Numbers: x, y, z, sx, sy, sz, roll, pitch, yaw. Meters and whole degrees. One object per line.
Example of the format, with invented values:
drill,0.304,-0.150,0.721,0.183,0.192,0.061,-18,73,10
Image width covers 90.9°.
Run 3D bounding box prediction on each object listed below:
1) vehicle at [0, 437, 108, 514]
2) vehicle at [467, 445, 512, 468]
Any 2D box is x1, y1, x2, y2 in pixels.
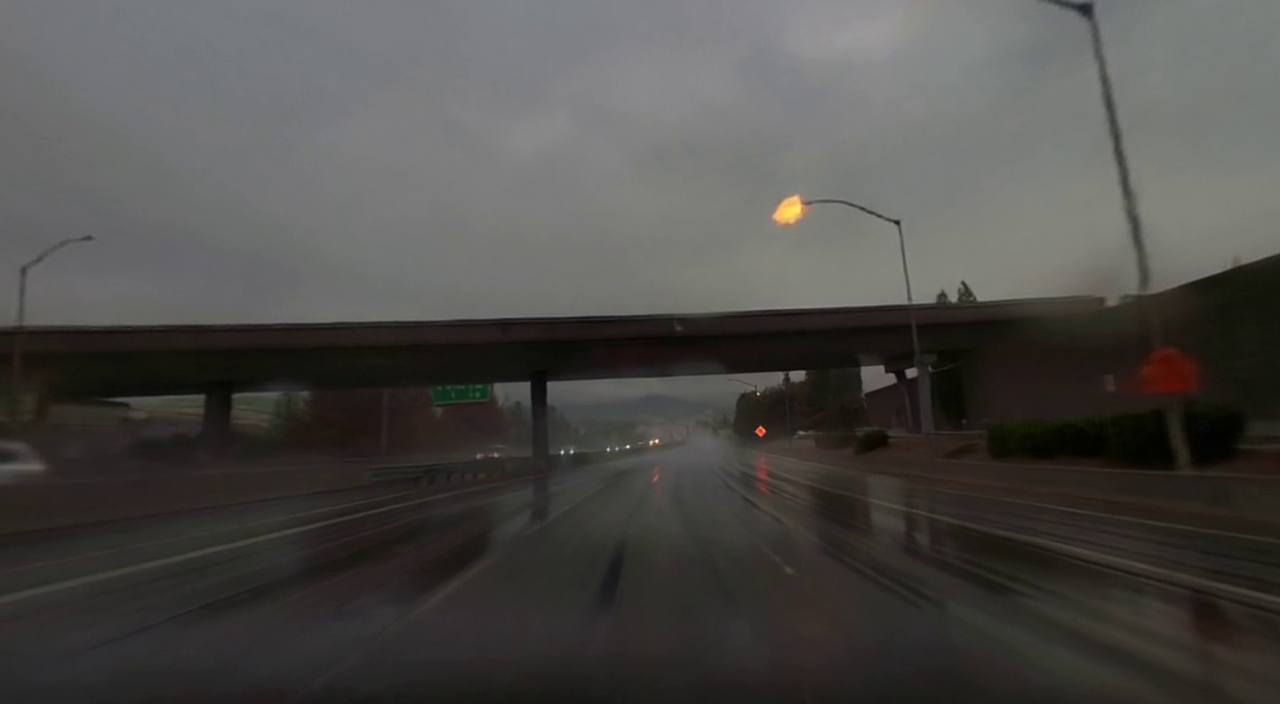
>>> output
vehicle,-15.952,2.820,14.303,2.310,1.742,5.997,-1,-9,3
vehicle,-11.356,7.870,47.754,1.960,1.530,4.344,-5,-9,5
